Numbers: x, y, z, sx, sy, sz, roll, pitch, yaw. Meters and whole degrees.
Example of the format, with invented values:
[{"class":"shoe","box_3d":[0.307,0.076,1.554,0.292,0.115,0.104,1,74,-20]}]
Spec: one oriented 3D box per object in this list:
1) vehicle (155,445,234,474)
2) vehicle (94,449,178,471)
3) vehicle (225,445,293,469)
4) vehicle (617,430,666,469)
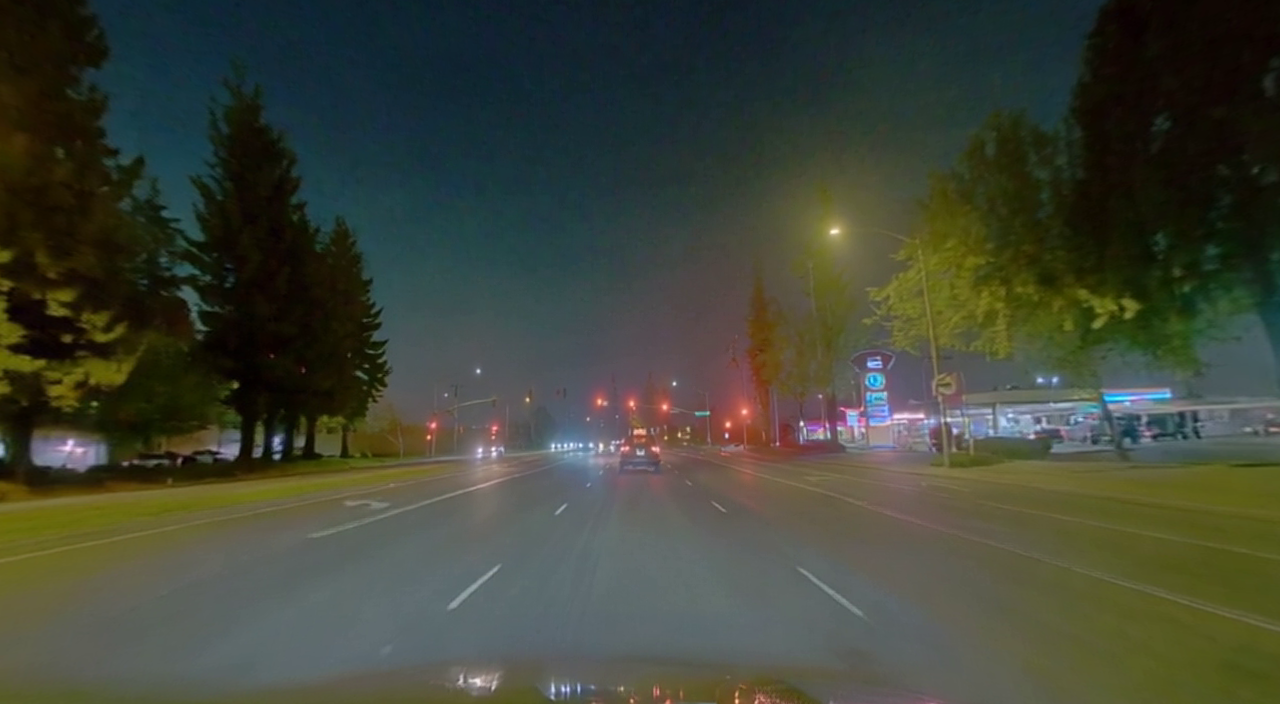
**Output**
[{"class":"vehicle","box_3d":[-28.326,6.783,39.985,4.662,1.677,2.026,-4,-9,27]},{"class":"vehicle","box_3d":[-38.506,8.229,48.227,4.536,1.613,2.000,4,-9,-25]},{"class":"vehicle","box_3d":[-28.413,7.796,46.940,4.428,1.708,1.952,-3,-9,21]},{"class":"vehicle","box_3d":[0.056,4.692,30.377,2.213,1.715,4.242,0,-8,0]}]
